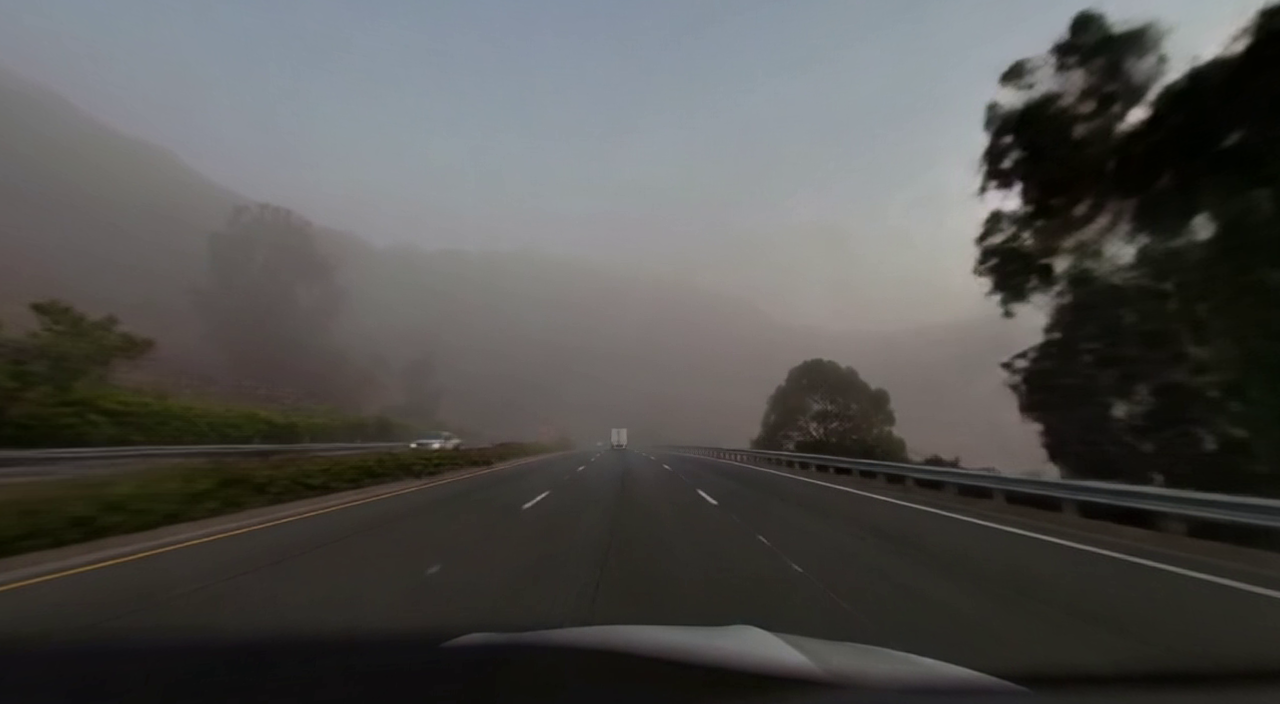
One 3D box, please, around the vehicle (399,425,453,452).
[{"bbox_3d":[-13.267,5.438,39.298,1.954,1.573,4.356,0,-8,-2],"label":"vehicle"}]
